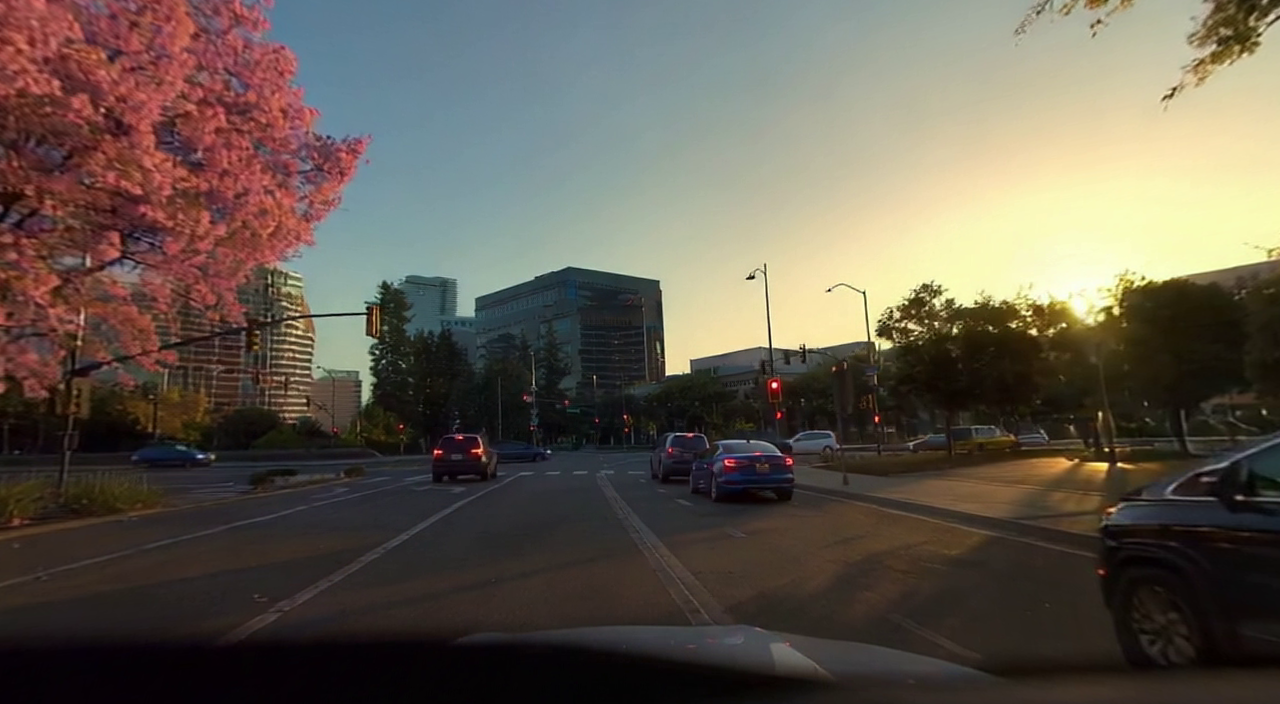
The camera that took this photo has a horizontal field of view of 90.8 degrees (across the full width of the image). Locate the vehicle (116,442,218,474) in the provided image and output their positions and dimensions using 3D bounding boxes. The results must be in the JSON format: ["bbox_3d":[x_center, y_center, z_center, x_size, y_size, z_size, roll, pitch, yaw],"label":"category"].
[{"bbox_3d":[-27.453,6.127,36.795,4.263,1.769,1.870,1,-9,-7],"label":"vehicle"}]

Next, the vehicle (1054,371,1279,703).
[{"bbox_3d":[4.294,0.787,2.256,2.154,1.632,4.710,0,-8,-5],"label":"vehicle"}]

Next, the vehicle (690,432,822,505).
[{"bbox_3d":[2.621,2.764,15.474,2.019,1.518,4.285,1,-9,-6],"label":"vehicle"}]

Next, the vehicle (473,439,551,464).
[{"bbox_3d":[-7.906,6.209,39.400,4.526,1.452,1.920,1,-8,-6],"label":"vehicle"}]

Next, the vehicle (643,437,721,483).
[{"bbox_3d":[1.361,3.791,22.472,2.007,1.466,4.291,1,-9,-7],"label":"vehicle"}]

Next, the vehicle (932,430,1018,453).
[{"bbox_3d":[22.720,6.100,42.923,4.829,1.470,1.874,1,-8,-6],"label":"vehicle"}]

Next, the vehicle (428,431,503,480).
[{"bbox_3d":[-6.596,3.959,24.435,1.995,1.703,4.367,0,-8,-5],"label":"vehicle"}]
